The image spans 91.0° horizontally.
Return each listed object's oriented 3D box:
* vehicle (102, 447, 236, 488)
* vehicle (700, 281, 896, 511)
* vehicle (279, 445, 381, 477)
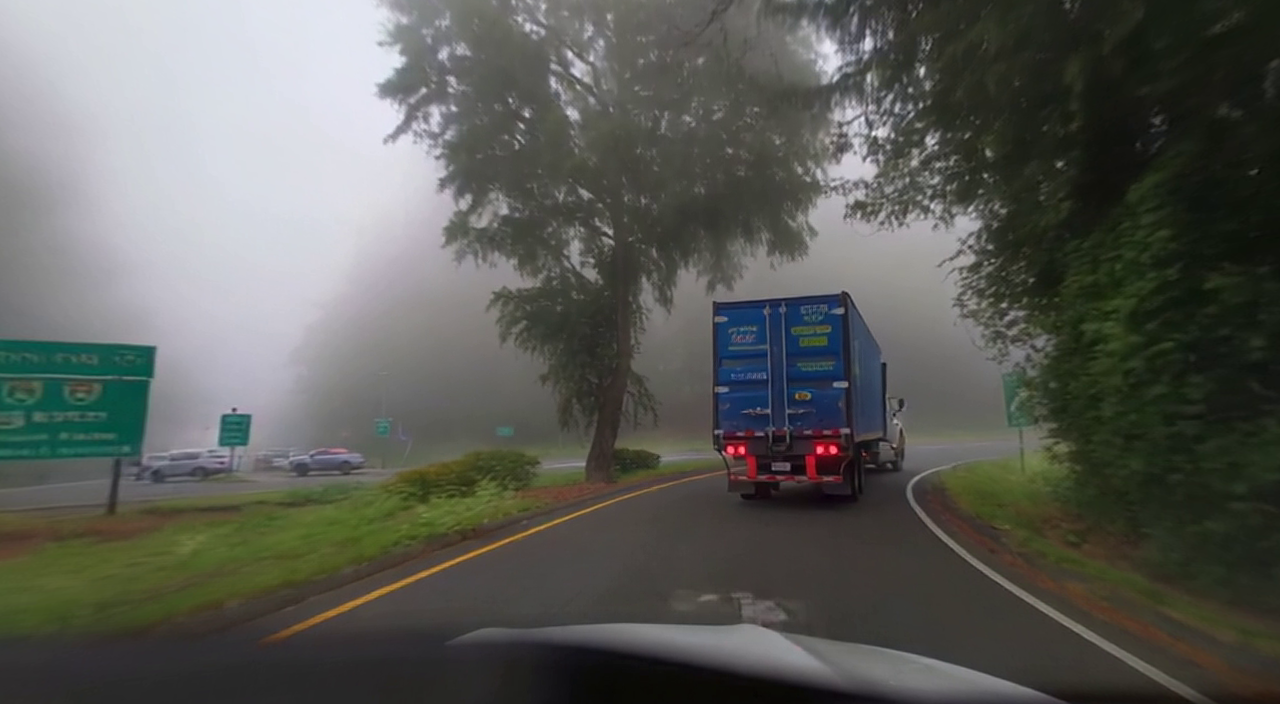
[{"bbox_3d":[-20.769,5.057,27.909,4.578,1.573,1.806,5,-10,-38],"label":"vehicle"},{"bbox_3d":[4.259,1.309,14.798,2.937,3.647,9.344,-4,-8,22],"label":"vehicle"},{"bbox_3d":[-15.542,5.446,31.622,4.350,1.410,1.726,4,-9,-32],"label":"vehicle"}]
